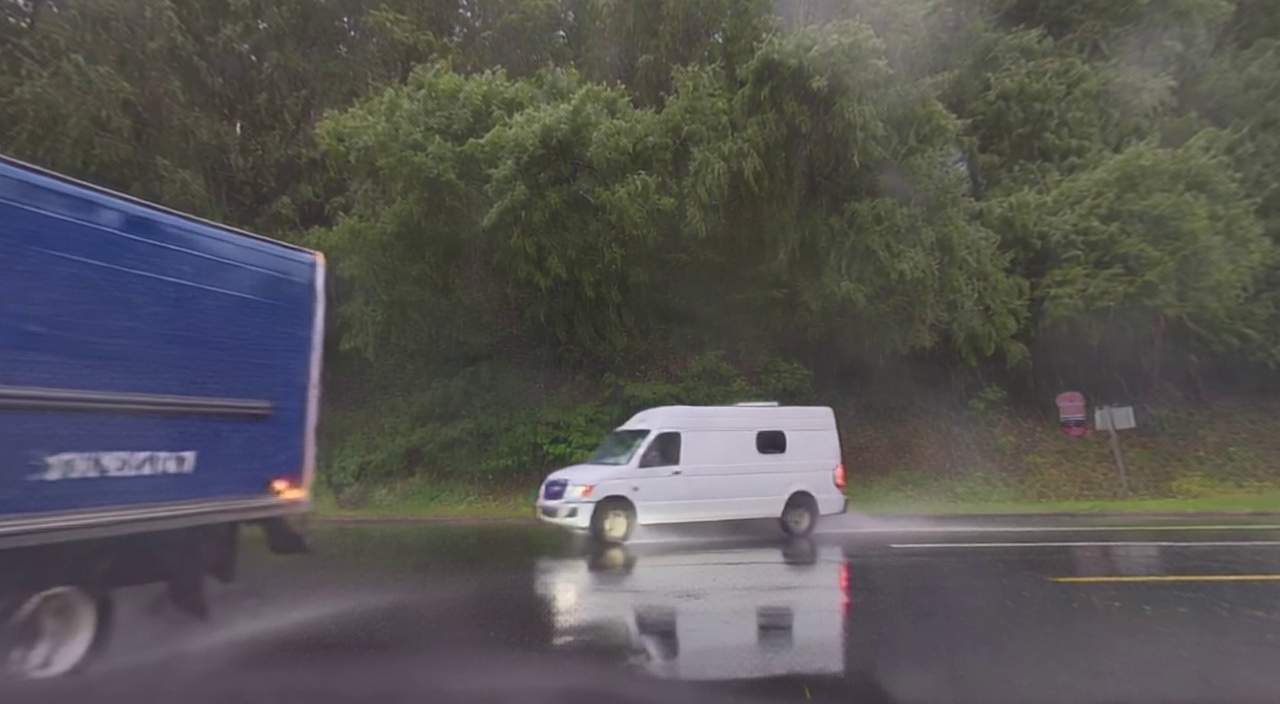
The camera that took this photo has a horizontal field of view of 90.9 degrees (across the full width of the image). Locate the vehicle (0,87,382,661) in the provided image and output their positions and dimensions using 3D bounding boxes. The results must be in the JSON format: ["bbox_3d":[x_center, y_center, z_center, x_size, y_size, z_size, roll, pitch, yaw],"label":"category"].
[{"bbox_3d":[-6.402,-0.061,2.847,2.740,3.622,9.765,-6,-10,32],"label":"vehicle"}]

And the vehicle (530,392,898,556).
[{"bbox_3d":[1.114,2.047,11.070,5.923,2.424,2.247,1,-9,-11],"label":"vehicle"}]
